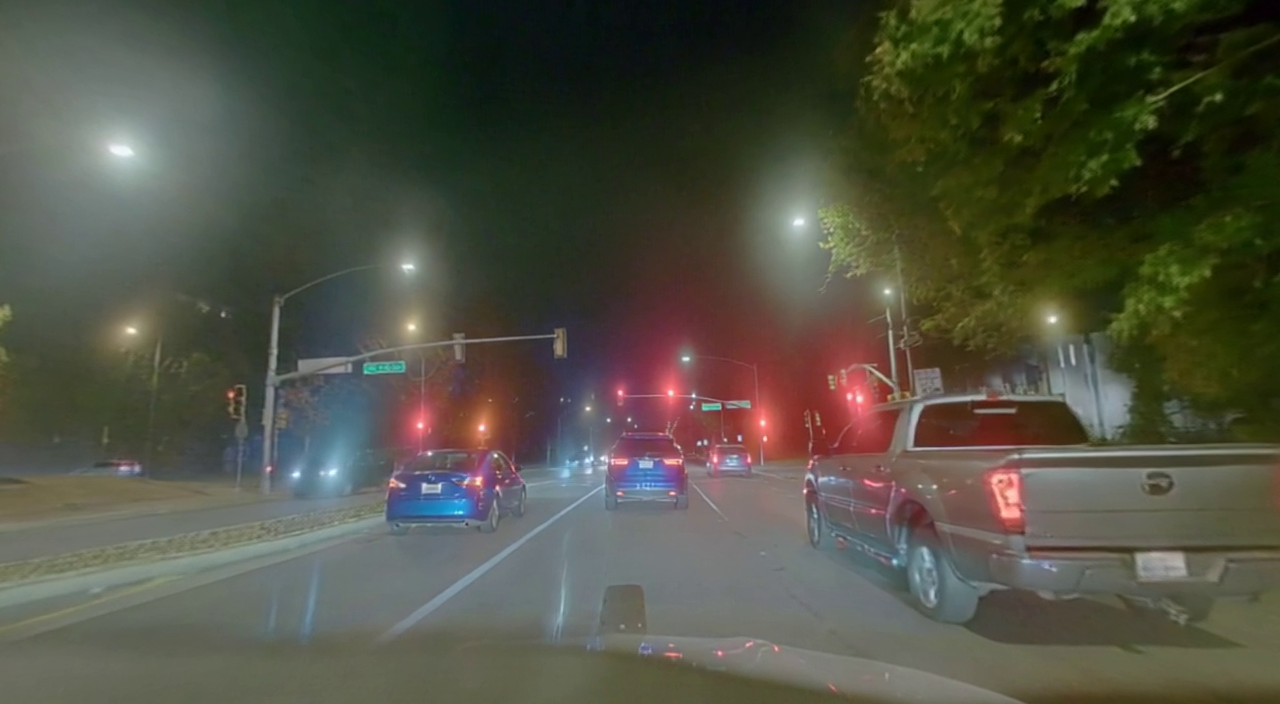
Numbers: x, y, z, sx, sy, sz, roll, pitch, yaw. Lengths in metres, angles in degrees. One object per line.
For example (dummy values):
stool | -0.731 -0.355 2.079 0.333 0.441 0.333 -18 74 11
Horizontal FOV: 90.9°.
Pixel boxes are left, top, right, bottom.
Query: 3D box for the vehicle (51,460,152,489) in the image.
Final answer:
vehicle | -35.991 8.203 42.269 4.606 1.867 2.226 0 -11 -1

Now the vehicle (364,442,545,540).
vehicle | -3.207 2.480 12.082 1.909 1.476 4.751 0 -8 1

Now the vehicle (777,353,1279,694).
vehicle | 3.315 1.353 6.422 2.571 1.857 5.841 0 -8 1

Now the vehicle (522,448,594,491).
vehicle | -3.010 4.405 24.125 2.072 1.450 4.612 0 -8 1

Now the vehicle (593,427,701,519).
vehicle | 0.172 2.663 14.369 2.113 1.768 3.901 0 -8 1

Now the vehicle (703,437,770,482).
vehicle | 4.369 4.982 29.563 2.408 1.908 5.355 0 -9 2

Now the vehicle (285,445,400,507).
vehicle | -10.129 4.201 21.961 2.099 1.813 4.583 -1 -8 -5

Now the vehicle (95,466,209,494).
vehicle | -29.353 7.703 38.045 5.100 1.533 2.032 0 -8 -1
